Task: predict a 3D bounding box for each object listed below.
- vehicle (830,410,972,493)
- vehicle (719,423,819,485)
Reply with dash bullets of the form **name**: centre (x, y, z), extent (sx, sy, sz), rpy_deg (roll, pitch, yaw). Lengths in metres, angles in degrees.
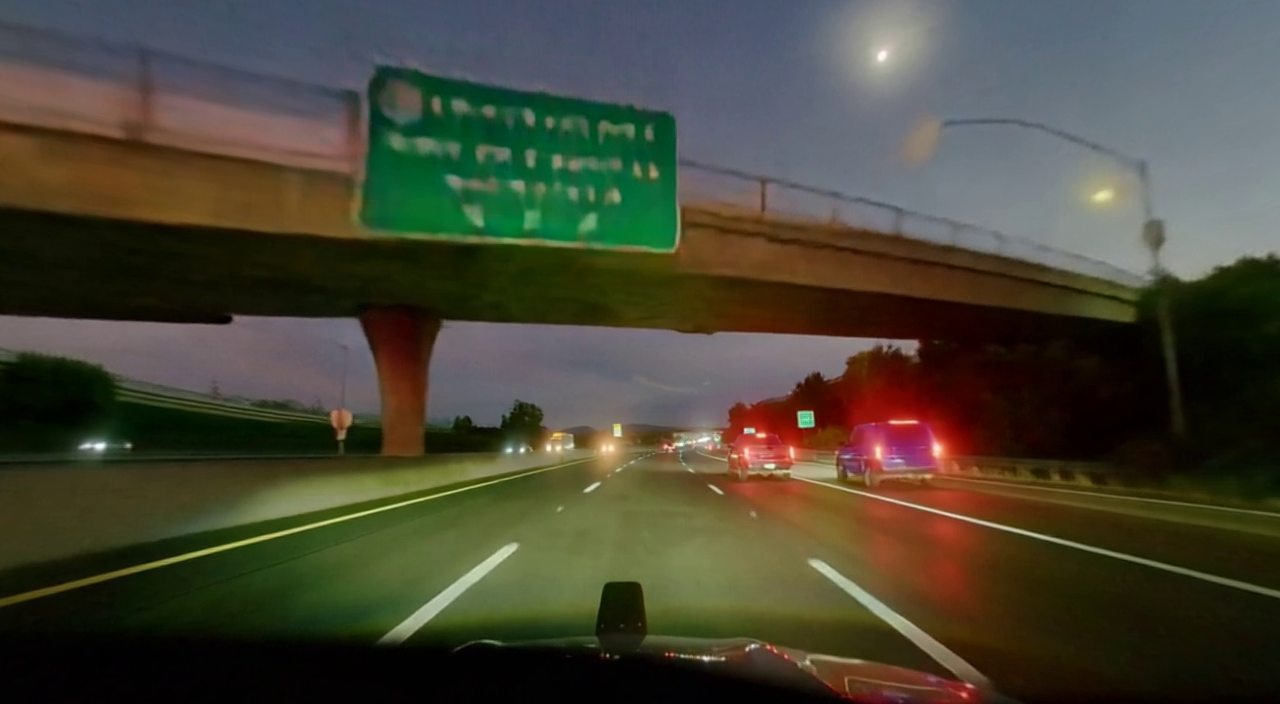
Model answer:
- **vehicle**: centre (8.140, 3.185, 20.445), extent (2.229, 2.317, 5.399), rpy_deg (0, -9, 0)
- **vehicle**: centre (4.585, 3.752, 23.542), extent (2.505, 2.020, 5.532), rpy_deg (0, -8, 0)
